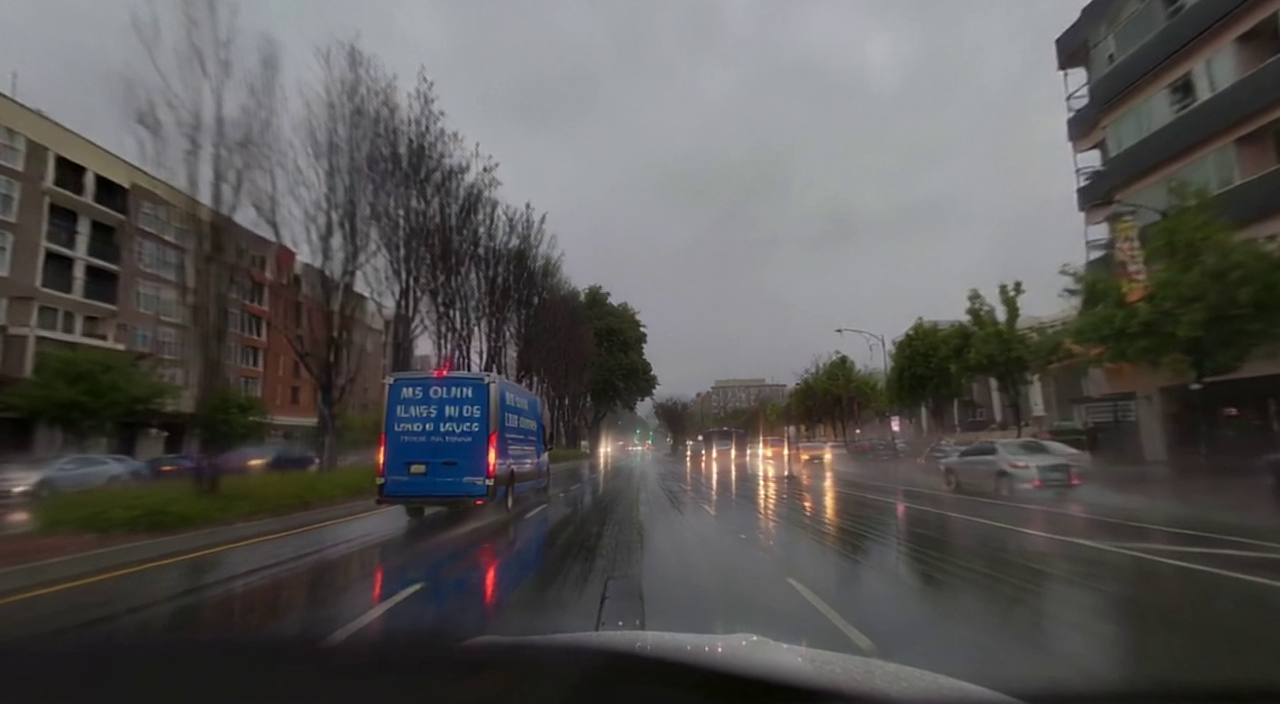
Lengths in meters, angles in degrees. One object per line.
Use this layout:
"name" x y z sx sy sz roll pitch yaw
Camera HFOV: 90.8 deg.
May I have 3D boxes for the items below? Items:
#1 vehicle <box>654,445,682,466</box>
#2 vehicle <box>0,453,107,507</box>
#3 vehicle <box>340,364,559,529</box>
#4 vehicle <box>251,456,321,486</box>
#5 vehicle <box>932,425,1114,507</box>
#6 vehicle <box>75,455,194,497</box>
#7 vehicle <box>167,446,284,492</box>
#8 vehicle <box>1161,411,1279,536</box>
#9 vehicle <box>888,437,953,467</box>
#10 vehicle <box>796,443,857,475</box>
"vehicle" 2.114 7.875 48.321 1.878 1.534 4.120 0 -8 -1
"vehicle" -22.856 4.691 23.510 1.916 1.782 4.572 0 -8 1
"vehicle" -3.944 2.245 15.307 2.763 2.974 7.562 -1 -8 1
"vehicle" -23.017 7.695 41.240 1.869 1.724 4.505 -1 -8 1
"vehicle" 9.159 2.735 15.619 1.766 1.725 4.221 0 -8 -1
"vehicle" -22.883 5.585 28.858 1.873 1.657 4.381 0 -8 -2
"vehicle" -17.171 4.815 26.466 1.924 1.698 4.505 0 -8 -2
"vehicle" 9.728 1.582 8.185 2.044 1.673 4.398 0 -9 -3
"vehicle" 16.406 5.839 36.821 4.218 1.622 1.930 9 -12 -43
"vehicle" 9.196 5.268 31.391 1.850 1.477 3.520 0 -9 -2
